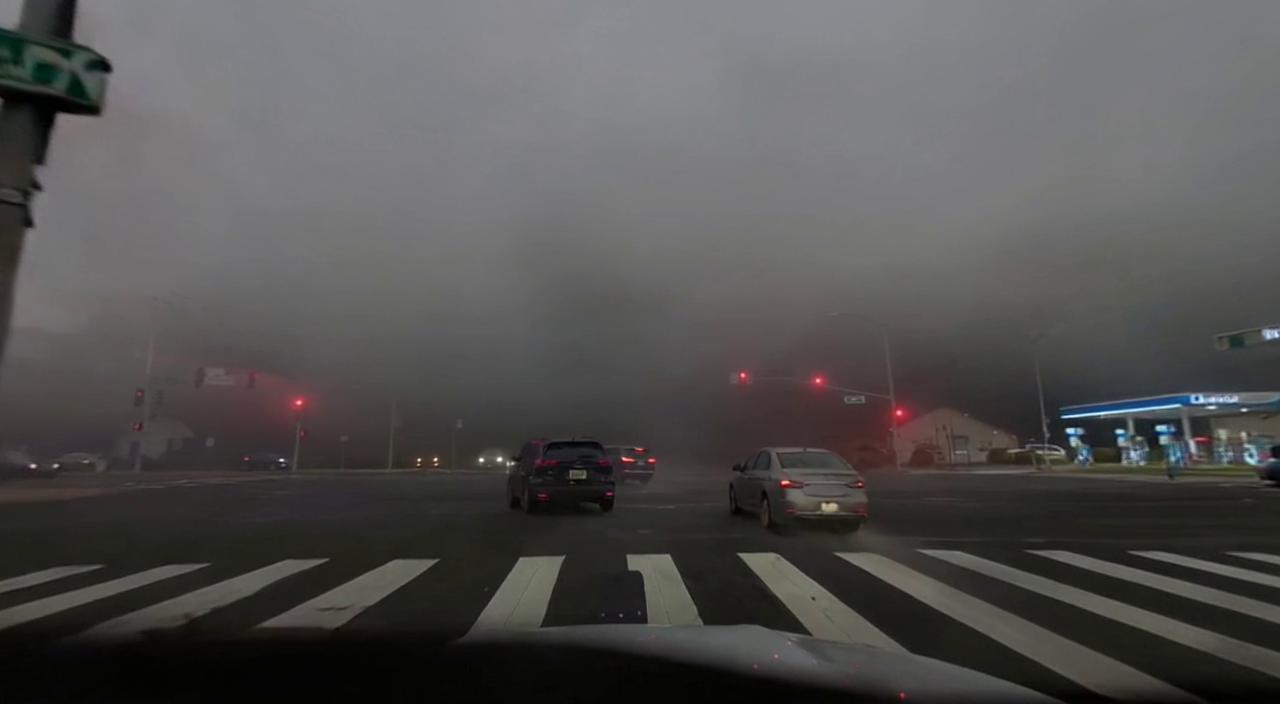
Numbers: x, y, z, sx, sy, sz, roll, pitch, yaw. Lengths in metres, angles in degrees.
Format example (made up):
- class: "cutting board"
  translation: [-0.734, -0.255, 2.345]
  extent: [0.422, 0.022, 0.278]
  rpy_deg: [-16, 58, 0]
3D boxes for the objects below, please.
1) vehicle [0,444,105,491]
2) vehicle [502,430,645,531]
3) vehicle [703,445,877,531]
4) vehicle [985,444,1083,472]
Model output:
- class: "vehicle"
  translation: [-26.721, 5.067, 27.659]
  extent: [4.658, 1.911, 2.162]
  rpy_deg: [-2, -9, 4]
- class: "vehicle"
  translation: [-1.624, 2.612, 13.546]
  extent: [2.351, 1.733, 4.616]
  rpy_deg: [2, -9, -14]
- class: "vehicle"
  translation: [2.867, 2.709, 13.355]
  extent: [1.965, 1.460, 4.581]
  rpy_deg: [1, -9, -9]
- class: "vehicle"
  translation: [25.820, 6.975, 41.630]
  extent: [4.952, 1.745, 2.184]
  rpy_deg: [-2, -9, 15]
